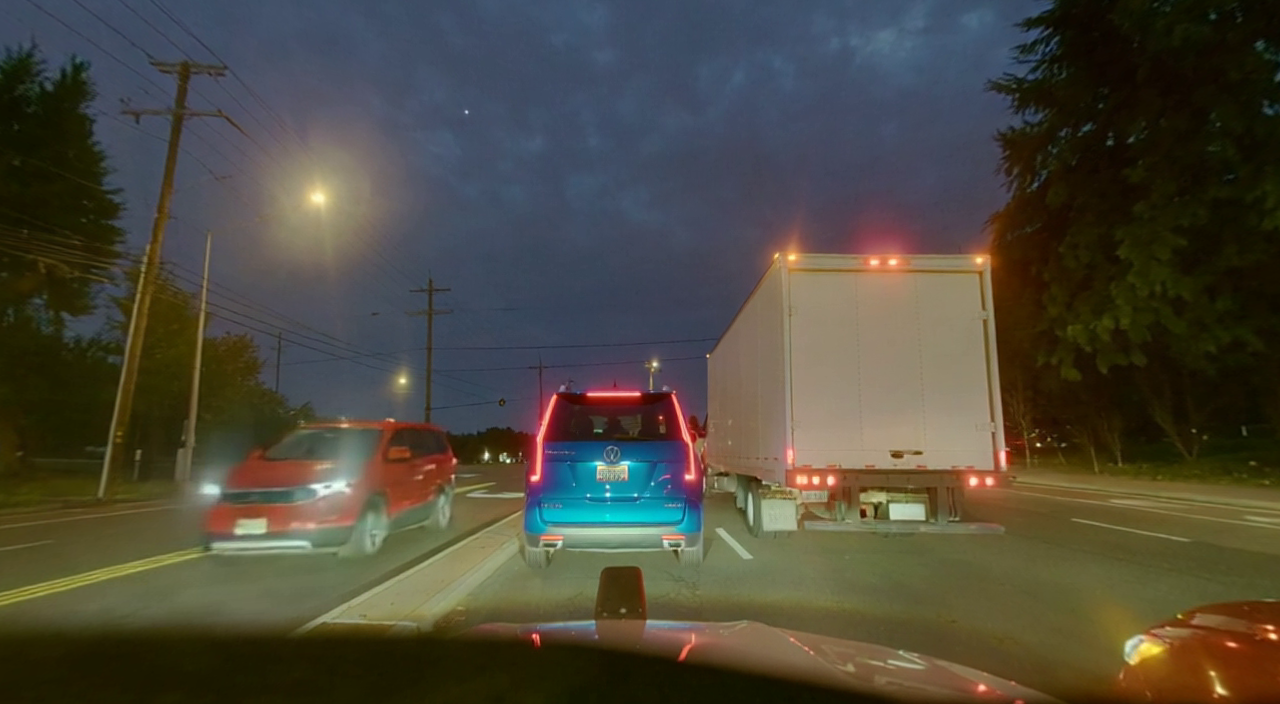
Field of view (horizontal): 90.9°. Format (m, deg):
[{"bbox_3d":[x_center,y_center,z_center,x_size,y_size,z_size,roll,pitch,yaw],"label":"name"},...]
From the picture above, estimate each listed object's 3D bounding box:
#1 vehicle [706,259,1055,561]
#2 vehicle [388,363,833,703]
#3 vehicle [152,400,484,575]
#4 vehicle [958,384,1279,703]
[{"bbox_3d":[3.236,1.267,11.827,2.915,3.559,8.848,0,-8,-1],"label":"vehicle"},{"bbox_3d":[-0.140,1.228,5.196,2.114,1.732,4.230,0,-8,0],"label":"vehicle"},{"bbox_3d":[-4.071,1.827,9.373,2.119,1.835,5.261,0,-8,0],"label":"vehicle"},{"bbox_3d":[2.820,0.747,1.195,1.971,1.484,4.728,0,-8,0],"label":"vehicle"}]
